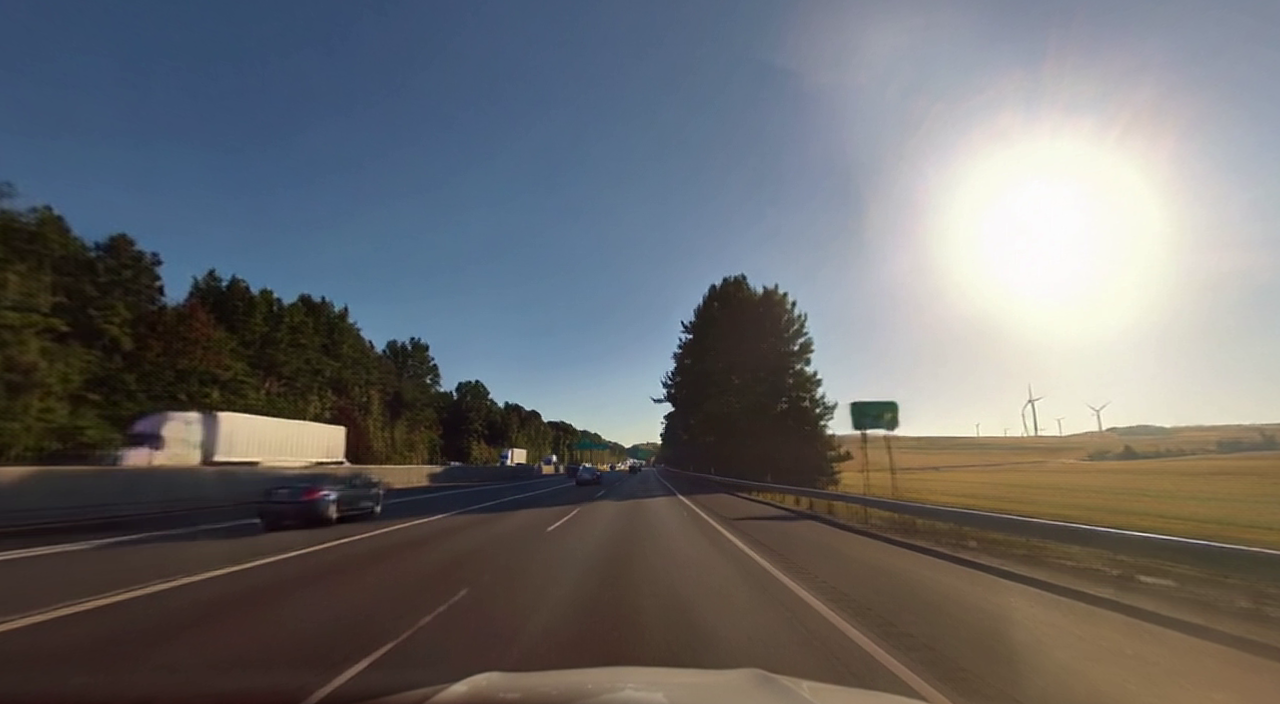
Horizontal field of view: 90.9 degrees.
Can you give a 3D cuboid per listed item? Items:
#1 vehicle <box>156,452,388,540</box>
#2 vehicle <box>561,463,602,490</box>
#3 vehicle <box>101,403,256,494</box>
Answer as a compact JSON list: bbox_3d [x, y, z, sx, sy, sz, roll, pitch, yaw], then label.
[{"bbox_3d":[-7.235,2.898,13.155,1.956,1.451,4.674,1,-10,1],"label":"vehicle"},{"bbox_3d":[-3.583,7.766,39.436,2.039,1.505,4.843,1,-10,0],"label":"vehicle"},{"bbox_3d":[-23.044,4.966,31.994,3.006,4.079,5.925,1,-10,1],"label":"vehicle"}]
